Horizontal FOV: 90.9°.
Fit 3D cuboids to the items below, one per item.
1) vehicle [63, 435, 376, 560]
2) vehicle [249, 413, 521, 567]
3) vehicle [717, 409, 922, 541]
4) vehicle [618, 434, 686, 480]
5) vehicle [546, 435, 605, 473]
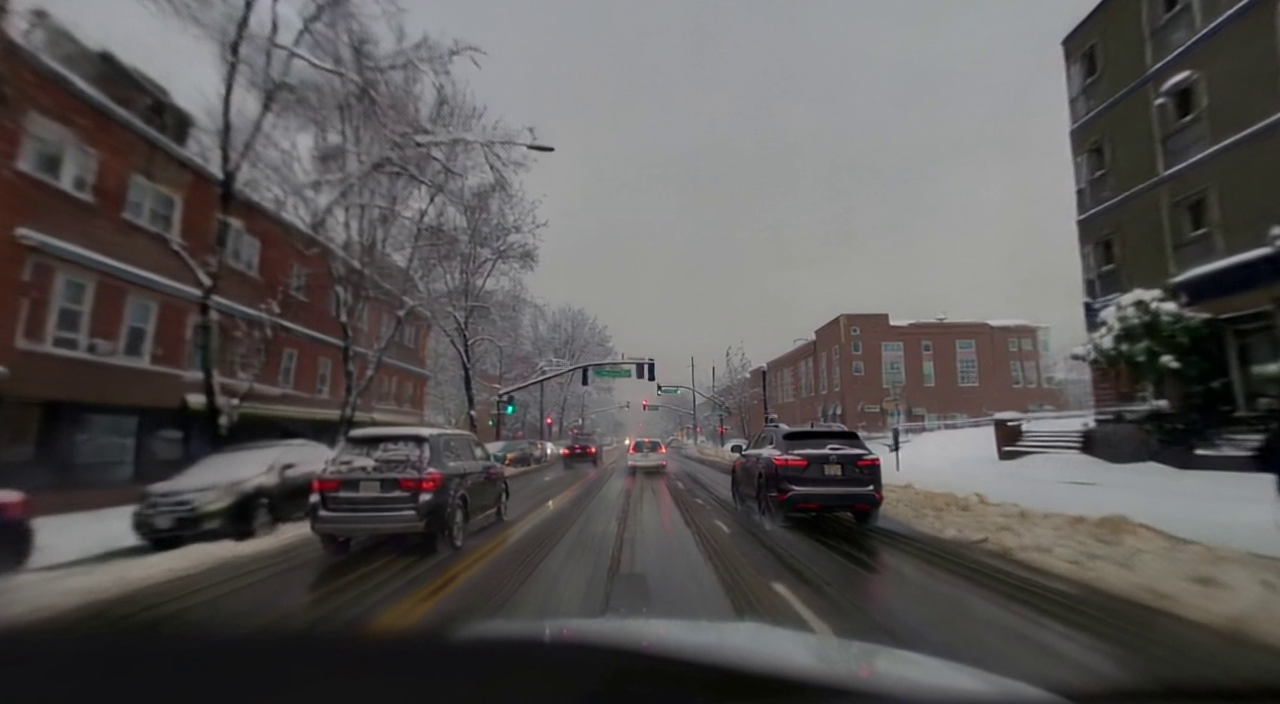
[{"bbox_3d":[-5.891,2.040,9.628,1.797,1.462,4.218,0,-8,1],"label":"vehicle"},{"bbox_3d":[-3.093,1.760,8.755,2.085,1.619,3.976,0,-8,0],"label":"vehicle"},{"bbox_3d":[2.618,1.928,10.496,2.094,1.709,4.394,0,-8,0],"label":"vehicle"},{"bbox_3d":[0.373,3.657,22.236,2.139,1.466,4.373,0,-8,0],"label":"vehicle"},{"bbox_3d":[-2.697,4.405,27.447,2.019,1.507,4.643,0,-8,1],"label":"vehicle"}]
